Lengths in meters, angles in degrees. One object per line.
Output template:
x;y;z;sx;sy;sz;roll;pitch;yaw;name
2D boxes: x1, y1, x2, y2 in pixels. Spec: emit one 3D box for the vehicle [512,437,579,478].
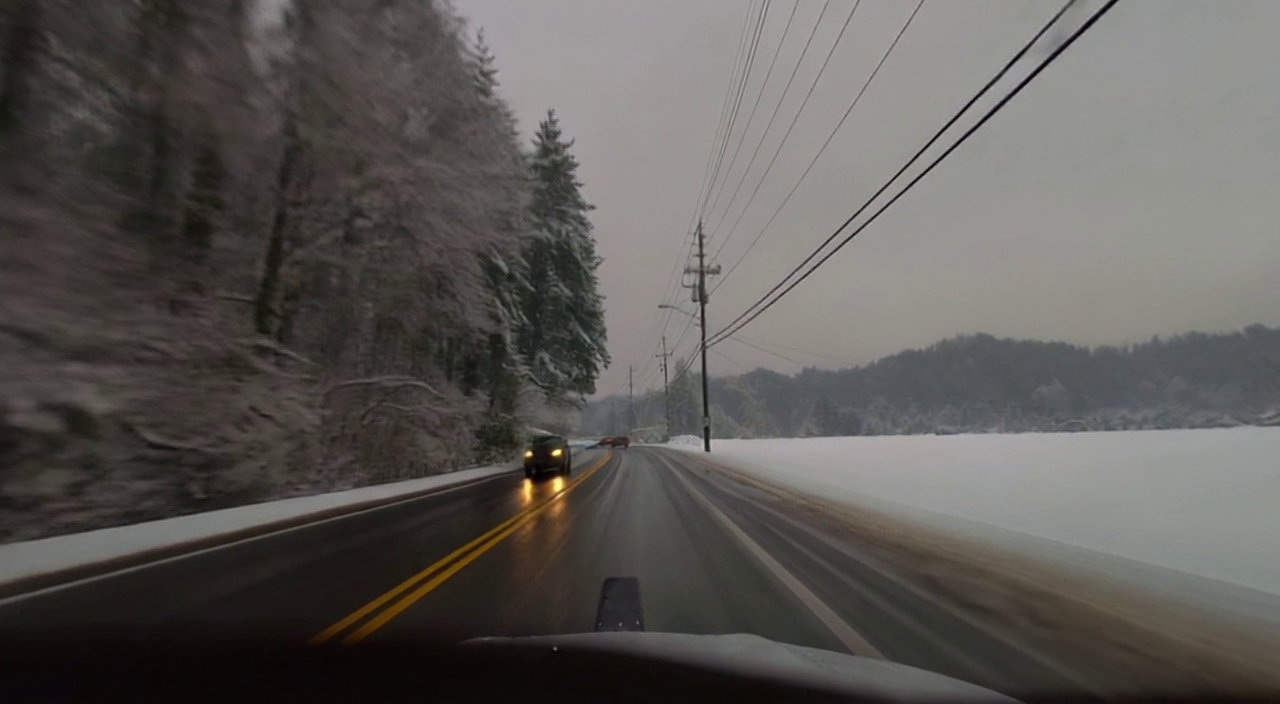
-4.428;5.075;30.750;2.172;1.744;6.543;-1;-8;1;vehicle
